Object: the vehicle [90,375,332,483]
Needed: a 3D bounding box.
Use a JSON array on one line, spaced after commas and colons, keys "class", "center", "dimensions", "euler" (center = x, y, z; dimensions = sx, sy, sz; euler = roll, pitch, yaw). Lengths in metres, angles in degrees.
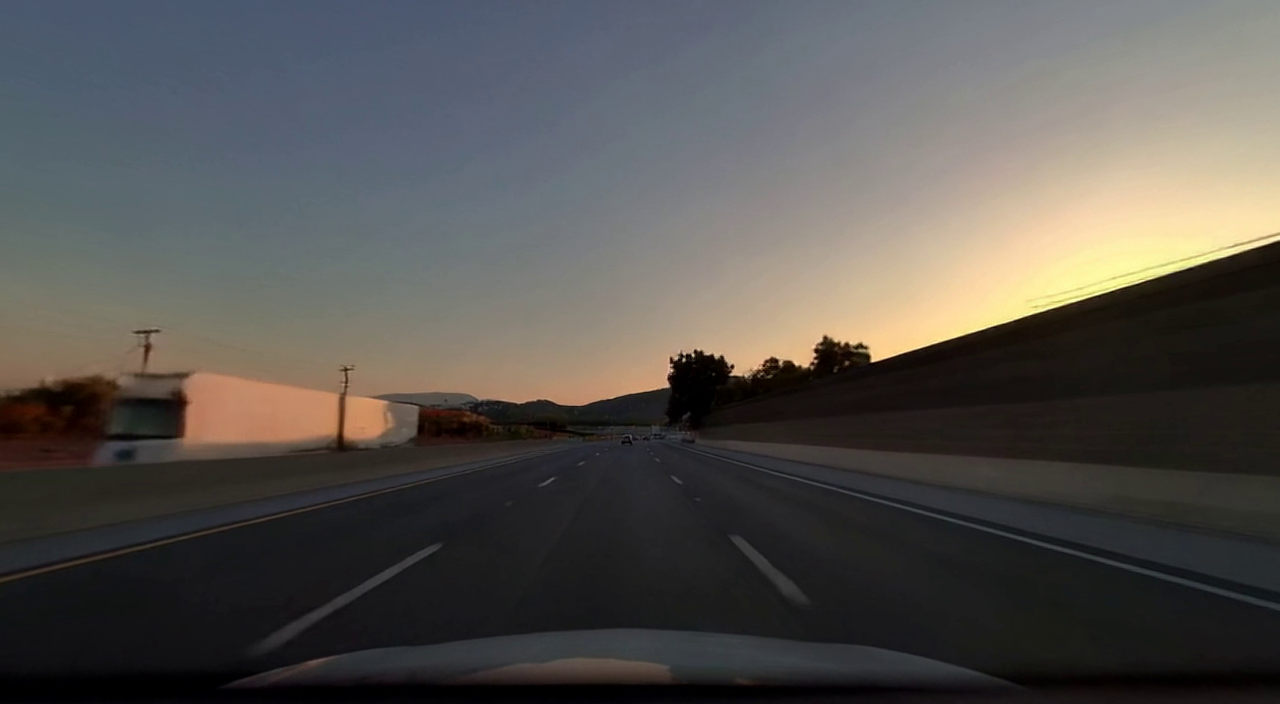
[{"class": "vehicle", "center": [-18.414, 3.573, 28.733], "dimensions": [3.006, 3.914, 11.500], "euler": [0, -8, -1]}]
